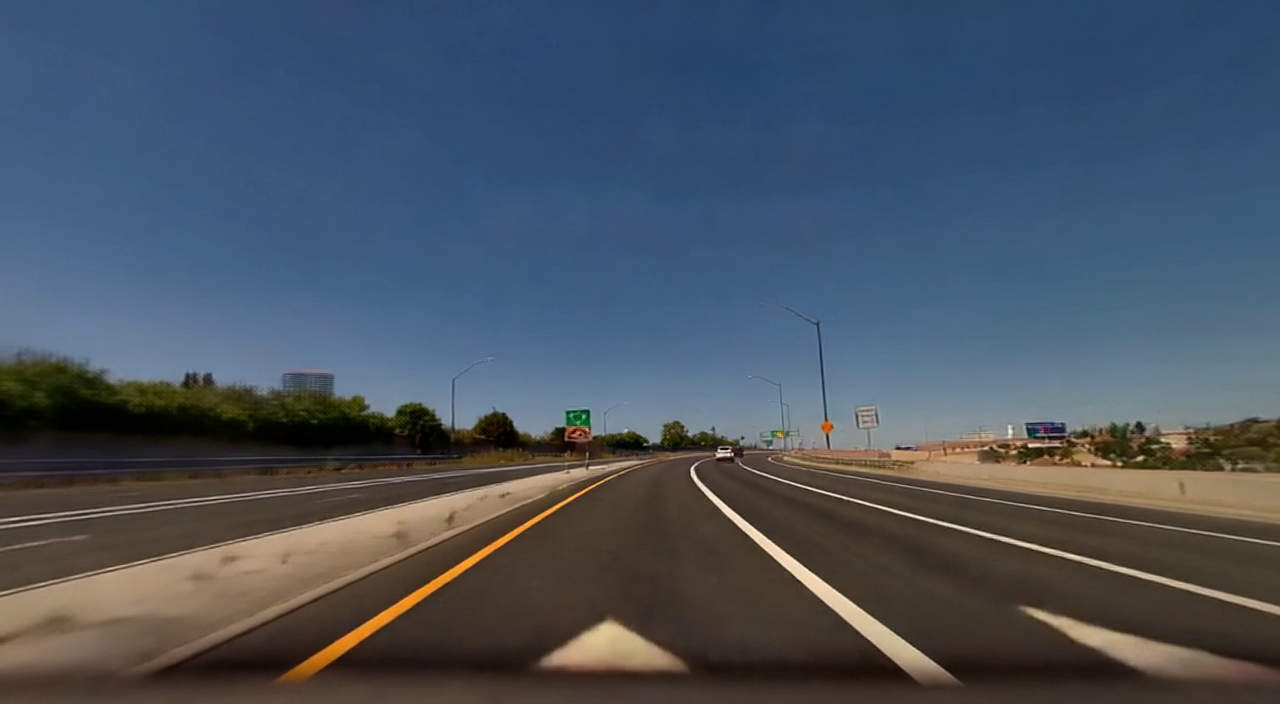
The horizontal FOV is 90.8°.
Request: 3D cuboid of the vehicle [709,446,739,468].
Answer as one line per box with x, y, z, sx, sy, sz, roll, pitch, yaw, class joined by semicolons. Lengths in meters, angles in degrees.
6.238;7.809;47.264;1.874;1.506;4.116;-1;-9;3;vehicle
